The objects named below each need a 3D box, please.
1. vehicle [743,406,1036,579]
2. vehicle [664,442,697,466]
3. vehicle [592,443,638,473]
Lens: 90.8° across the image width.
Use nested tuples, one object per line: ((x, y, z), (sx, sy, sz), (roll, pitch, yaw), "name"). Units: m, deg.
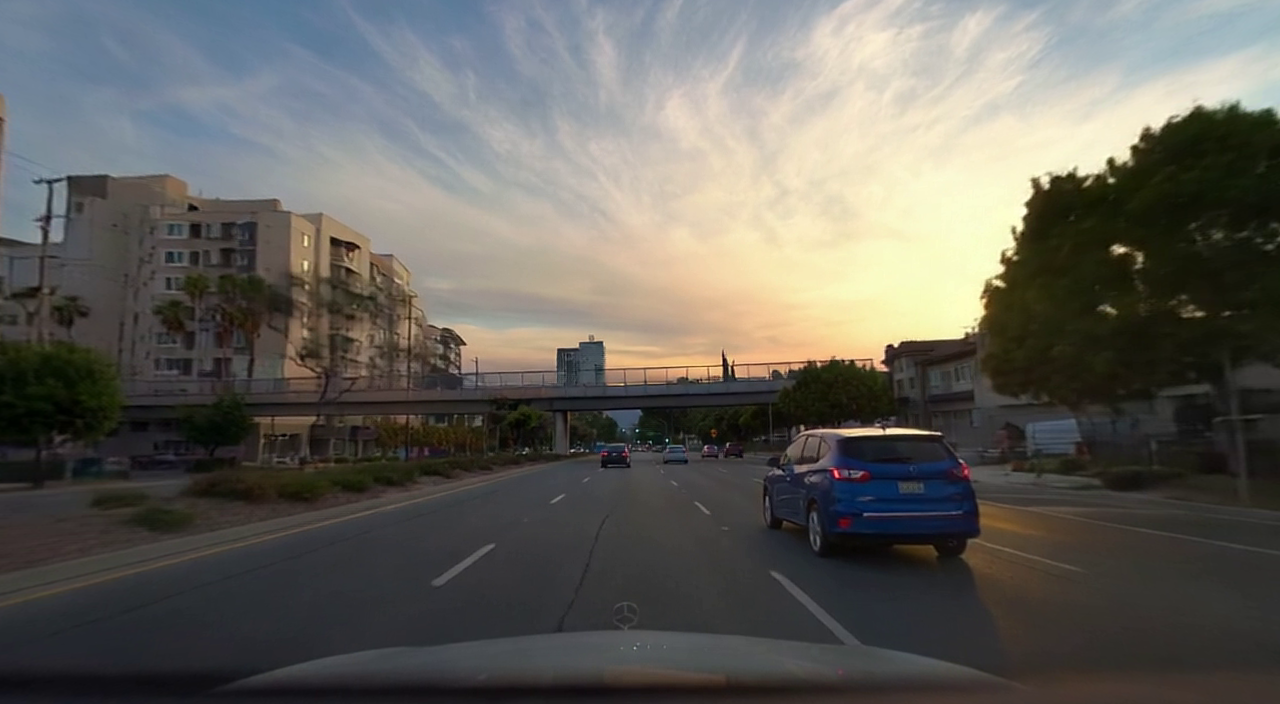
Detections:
((2.922, 1.774, 8.828), (2.130, 1.741, 4.665), (0, -8, -1), "vehicle")
((3.025, 7.722, 47.957), (2.165, 1.708, 3.928), (0, -8, -2), "vehicle")
((-1.291, 5.784, 34.765), (2.173, 1.498, 4.528), (0, -8, 2), "vehicle")
